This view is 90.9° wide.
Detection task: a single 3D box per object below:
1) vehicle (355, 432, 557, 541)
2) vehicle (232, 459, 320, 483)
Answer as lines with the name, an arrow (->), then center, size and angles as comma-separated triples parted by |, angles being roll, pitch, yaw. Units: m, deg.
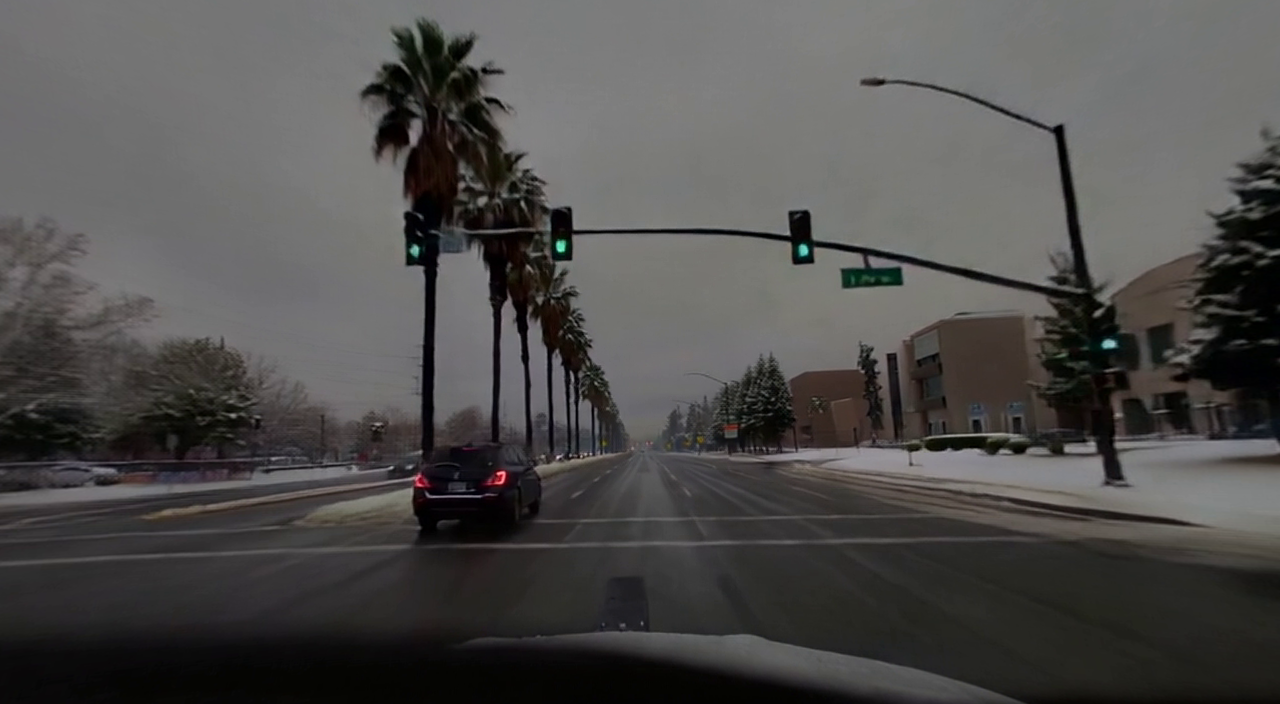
vehicle -> -2.958, 2.279, 11.472 | 2.162, 1.549, 4.795 | 0, -8, 1
vehicle -> -24.674, 8.095, 42.850 | 4.603, 1.480, 2.167 | 0, -8, 1
